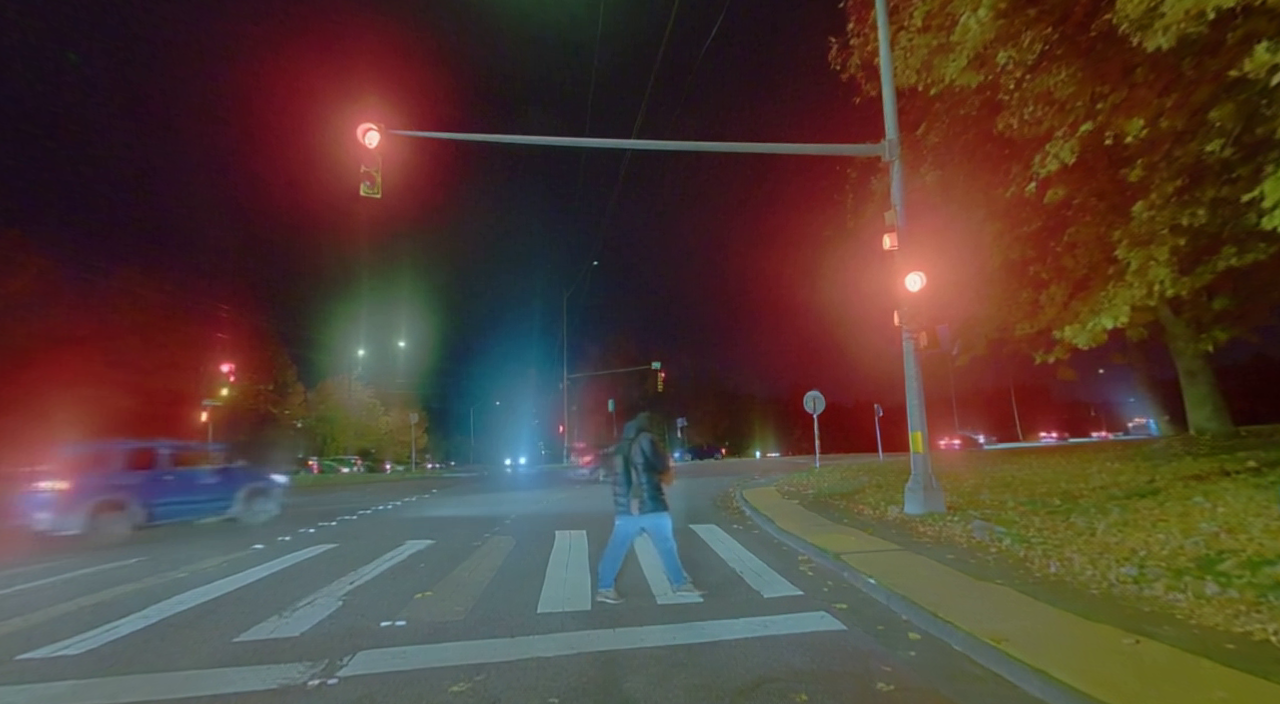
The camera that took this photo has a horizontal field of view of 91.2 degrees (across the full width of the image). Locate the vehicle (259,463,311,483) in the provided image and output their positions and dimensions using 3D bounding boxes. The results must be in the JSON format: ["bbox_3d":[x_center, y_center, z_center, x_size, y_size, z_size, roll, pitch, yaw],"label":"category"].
[{"bbox_3d":[-28.124,9.581,49.746,1.776,1.452,3.920,0,-9,0],"label":"vehicle"}]

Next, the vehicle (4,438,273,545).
[{"bbox_3d":[-11.112,2.979,14.186,2.001,1.988,4.281,-8,-11,39],"label":"vehicle"}]

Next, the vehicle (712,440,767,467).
[{"bbox_3d":[7.011,7.078,43.926,1.867,1.743,4.259,-8,-11,39],"label":"vehicle"}]

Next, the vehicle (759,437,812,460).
[{"bbox_3d":[11.478,7.586,49.366,1.979,1.659,4.907,-8,-11,39],"label":"vehicle"}]

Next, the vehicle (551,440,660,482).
[{"bbox_3d":[-1.350,4.565,26.498,1.915,1.586,4.734,-7,-11,38],"label":"vehicle"}]
